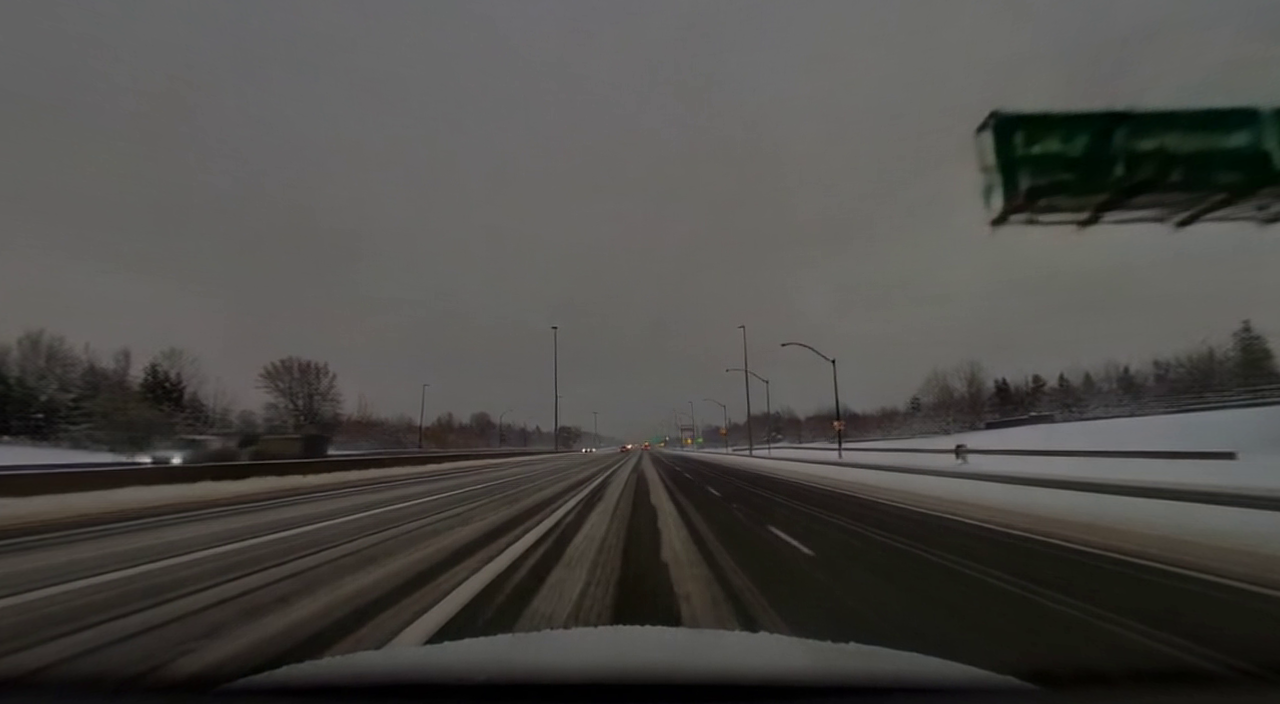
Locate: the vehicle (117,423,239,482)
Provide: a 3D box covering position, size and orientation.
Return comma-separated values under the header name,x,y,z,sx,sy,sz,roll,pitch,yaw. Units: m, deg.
name,x,y,z,sx,sy,sz,roll,pitch,yaw
vehicle,-31.484,6.888,43.358,3.007,3.704,6.761,0,-9,1
